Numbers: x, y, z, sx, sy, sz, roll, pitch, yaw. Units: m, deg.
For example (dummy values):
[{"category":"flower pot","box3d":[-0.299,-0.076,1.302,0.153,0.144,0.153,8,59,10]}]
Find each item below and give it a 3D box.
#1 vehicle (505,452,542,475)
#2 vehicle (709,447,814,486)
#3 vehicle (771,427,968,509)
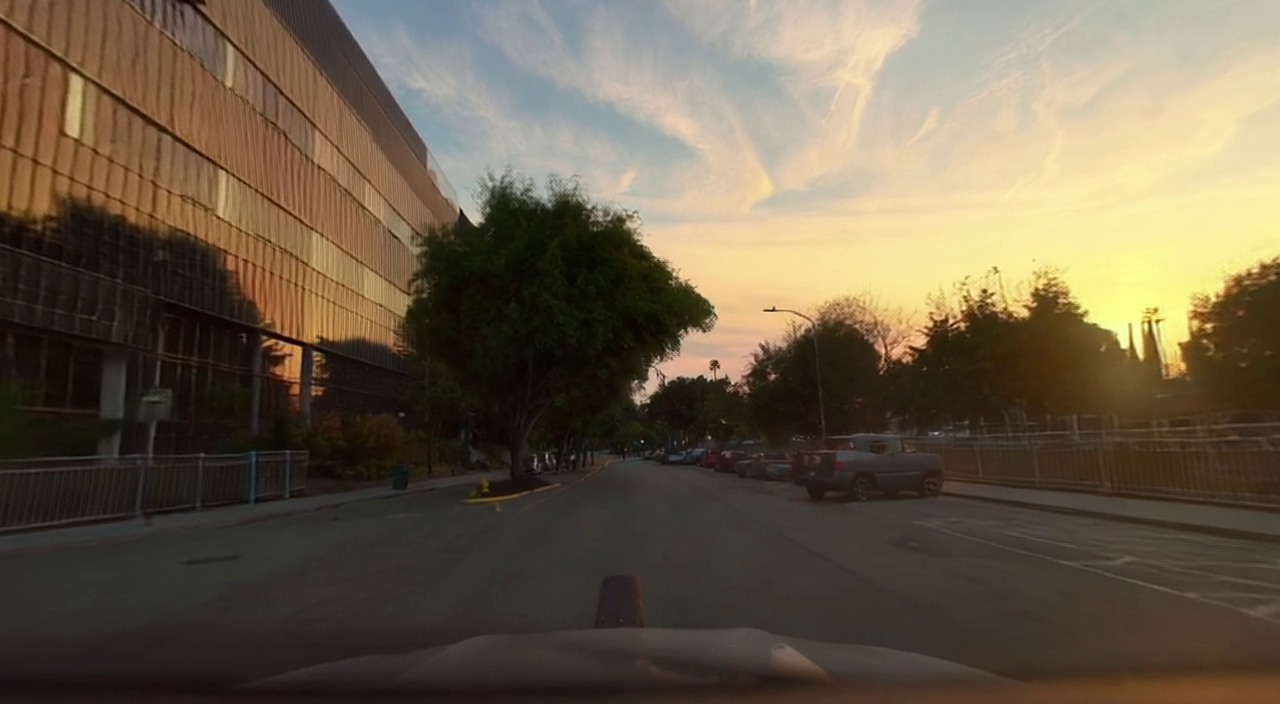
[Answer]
[{"category":"vehicle","box3d":[-9.041,8.692,49.507,2.172,1.707,4.273,0,-9,-1]},{"category":"vehicle","box3d":[5.008,4.656,26.042,3.752,1.494,2.083,5,-10,-30]},{"category":"vehicle","box3d":[6.409,3.118,17.582,5.061,1.829,2.274,2,-9,-29]}]
